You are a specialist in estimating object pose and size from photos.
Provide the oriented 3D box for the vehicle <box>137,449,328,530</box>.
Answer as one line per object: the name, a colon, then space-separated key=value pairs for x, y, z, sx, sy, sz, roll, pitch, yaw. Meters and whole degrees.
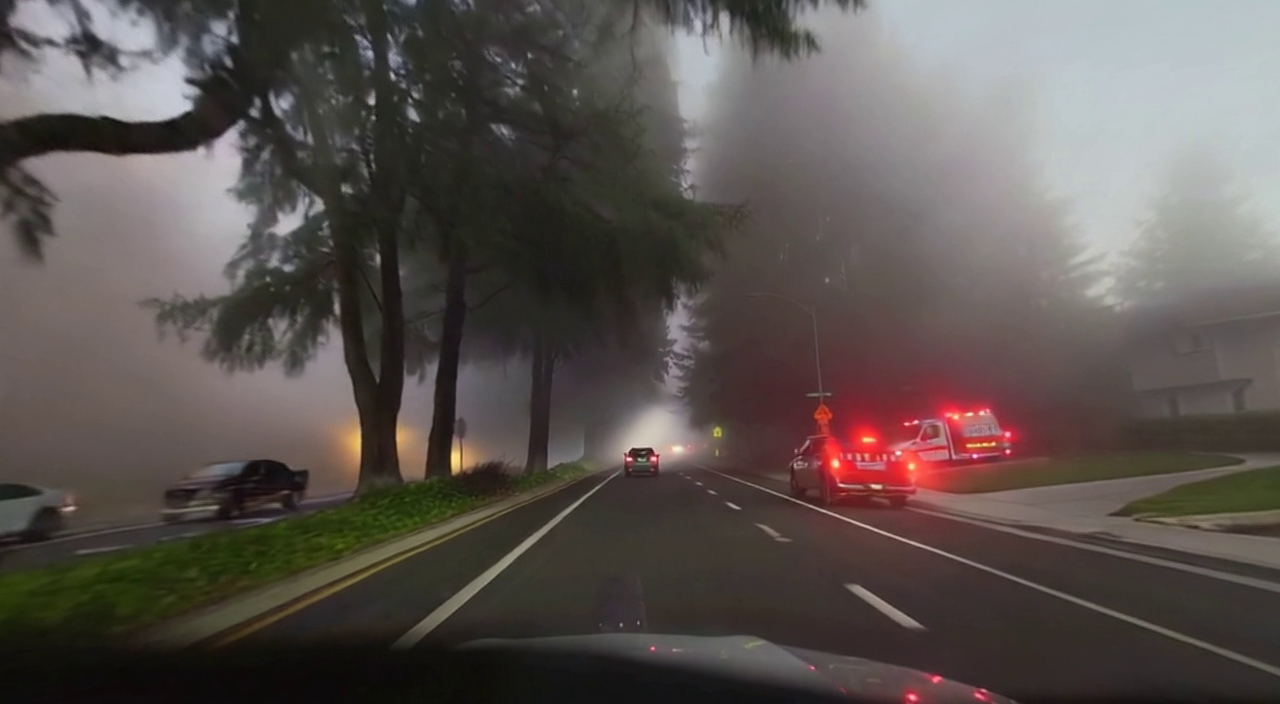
vehicle: x=-10.303 y=3.454 z=16.503 sx=2.028 sy=1.759 sz=4.360 roll=0 pitch=-8 yaw=0

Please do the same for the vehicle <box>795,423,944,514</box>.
vehicle: x=5.131 y=2.673 z=14.981 sx=2.045 sy=1.776 sz=4.851 roll=-1 pitch=-8 yaw=5

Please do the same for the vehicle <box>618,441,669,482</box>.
vehicle: x=0.192 y=4.800 z=27.979 sx=2.106 sy=1.655 sz=3.717 roll=0 pitch=-8 yaw=1

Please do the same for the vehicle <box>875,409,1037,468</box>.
vehicle: x=11.928 y=3.356 z=24.180 sx=4.919 sy=1.886 sz=2.086 roll=-4 pitch=-10 yaw=2
